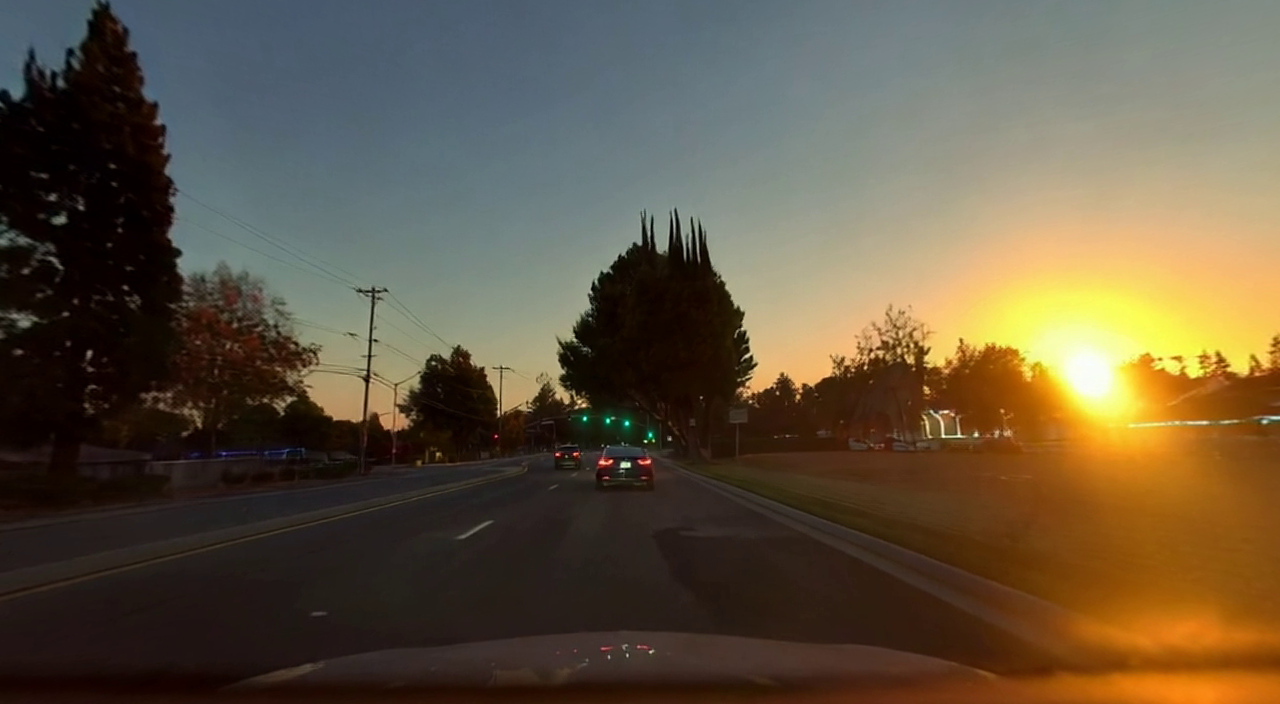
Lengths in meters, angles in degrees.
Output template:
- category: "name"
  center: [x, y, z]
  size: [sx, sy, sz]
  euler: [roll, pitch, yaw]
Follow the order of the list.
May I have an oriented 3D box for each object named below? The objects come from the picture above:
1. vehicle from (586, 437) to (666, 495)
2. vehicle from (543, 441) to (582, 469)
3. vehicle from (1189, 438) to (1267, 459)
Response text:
- category: "vehicle"
  center: [-0.488, 3.567, 20.126]
  size: [2.235, 1.597, 4.918]
  euler: [0, -9, -2]
- category: "vehicle"
  center: [-5.140, 6.912, 42.440]
  size: [2.189, 1.776, 4.342]
  euler: [0, -9, -2]
- category: "vehicle"
  center: [44.523, 7.318, 47.770]
  size: [1.746, 1.442, 4.132]
  euler: [-3, -8, -2]
